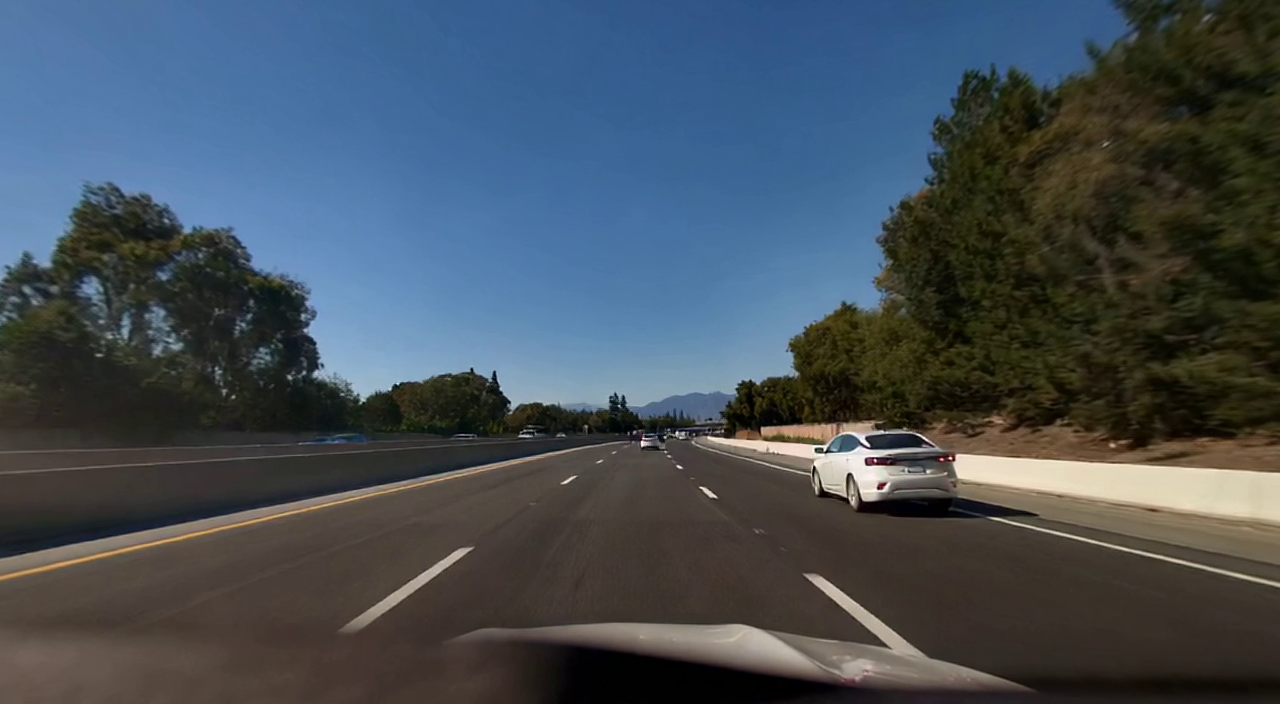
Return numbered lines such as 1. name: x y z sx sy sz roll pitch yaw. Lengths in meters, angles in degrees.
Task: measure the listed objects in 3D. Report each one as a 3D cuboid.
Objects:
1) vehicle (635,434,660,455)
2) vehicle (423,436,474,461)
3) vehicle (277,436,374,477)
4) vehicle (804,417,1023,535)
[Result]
1. vehicle: 0.531 6.909 47.095 1.771 1.480 3.781 0 -8 0
2. vehicle: -12.058 6.064 39.825 1.842 1.454 4.299 -1 -7 0
3. vehicle: -12.268 4.067 24.805 1.821 1.464 3.805 0 -8 0
4. vehicle: 4.096 1.886 10.171 1.834 1.548 3.651 0 -8 -1
